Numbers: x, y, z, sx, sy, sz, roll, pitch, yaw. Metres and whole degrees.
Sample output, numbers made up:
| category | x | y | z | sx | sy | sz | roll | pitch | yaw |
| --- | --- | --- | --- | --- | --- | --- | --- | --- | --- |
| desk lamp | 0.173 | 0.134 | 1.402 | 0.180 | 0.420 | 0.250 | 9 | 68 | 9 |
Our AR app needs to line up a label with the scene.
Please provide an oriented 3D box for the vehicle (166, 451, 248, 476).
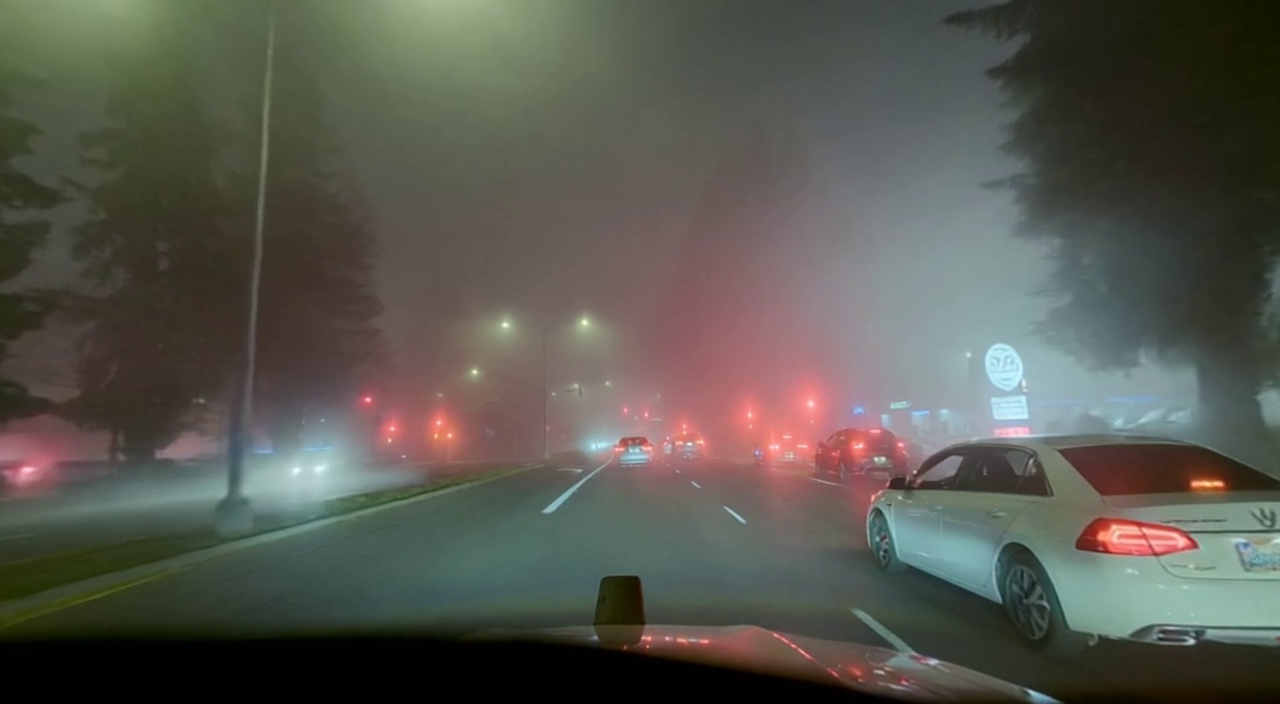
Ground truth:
| category | x | y | z | sx | sy | sz | roll | pitch | yaw |
| --- | --- | --- | --- | --- | --- | --- | --- | --- | --- |
| vehicle | -30.341 | 7.797 | 44.345 | 4.228 | 1.680 | 2.024 | 0 | -8 | 0 |

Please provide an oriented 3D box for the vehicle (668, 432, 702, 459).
| category | x | y | z | sx | sy | sz | roll | pitch | yaw |
| --- | --- | --- | --- | --- | --- | --- | --- | --- | --- |
| vehicle | 3.091 | 6.531 | 44.303 | 2.000 | 1.745 | 4.206 | 0 | -8 | -2 |

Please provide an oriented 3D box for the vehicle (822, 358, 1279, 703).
| category | x | y | z | sx | sy | sz | roll | pitch | yaw |
| --- | --- | --- | --- | --- | --- | --- | --- | --- | --- |
| vehicle | 3.242 | 1.168 | 5.064 | 2.153 | 1.658 | 4.485 | 0 | -8 | -1 |

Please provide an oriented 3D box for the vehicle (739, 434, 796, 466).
| category | x | y | z | sx | sy | sz | roll | pitch | yaw |
| --- | --- | --- | --- | --- | --- | --- | --- | --- | --- |
| vehicle | 6.334 | 4.922 | 31.870 | 1.883 | 1.452 | 4.258 | 0 | -8 | -1 |

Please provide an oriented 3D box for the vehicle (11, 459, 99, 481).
| category | x | y | z | sx | sy | sz | roll | pitch | yaw |
| --- | --- | --- | --- | --- | --- | --- | --- | --- | --- |
| vehicle | -42.957 | 8.653 | 46.437 | 4.559 | 1.441 | 1.815 | 0 | -8 | -1 |

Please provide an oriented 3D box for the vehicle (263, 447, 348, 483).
| category | x | y | z | sx | sy | sz | roll | pitch | yaw |
| --- | --- | --- | --- | --- | --- | --- | --- | --- | --- |
| vehicle | -17.184 | 5.793 | 32.735 | 1.984 | 1.492 | 4.677 | -5 | -8 | -1 |

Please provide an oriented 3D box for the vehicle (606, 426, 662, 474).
| category | x | y | z | sx | sy | sz | roll | pitch | yaw |
| --- | --- | --- | --- | --- | --- | --- | --- | --- | --- |
| vehicle | -0.244 | 4.012 | 26.024 | 2.106 | 1.798 | 4.168 | 0 | -8 | -1 |
